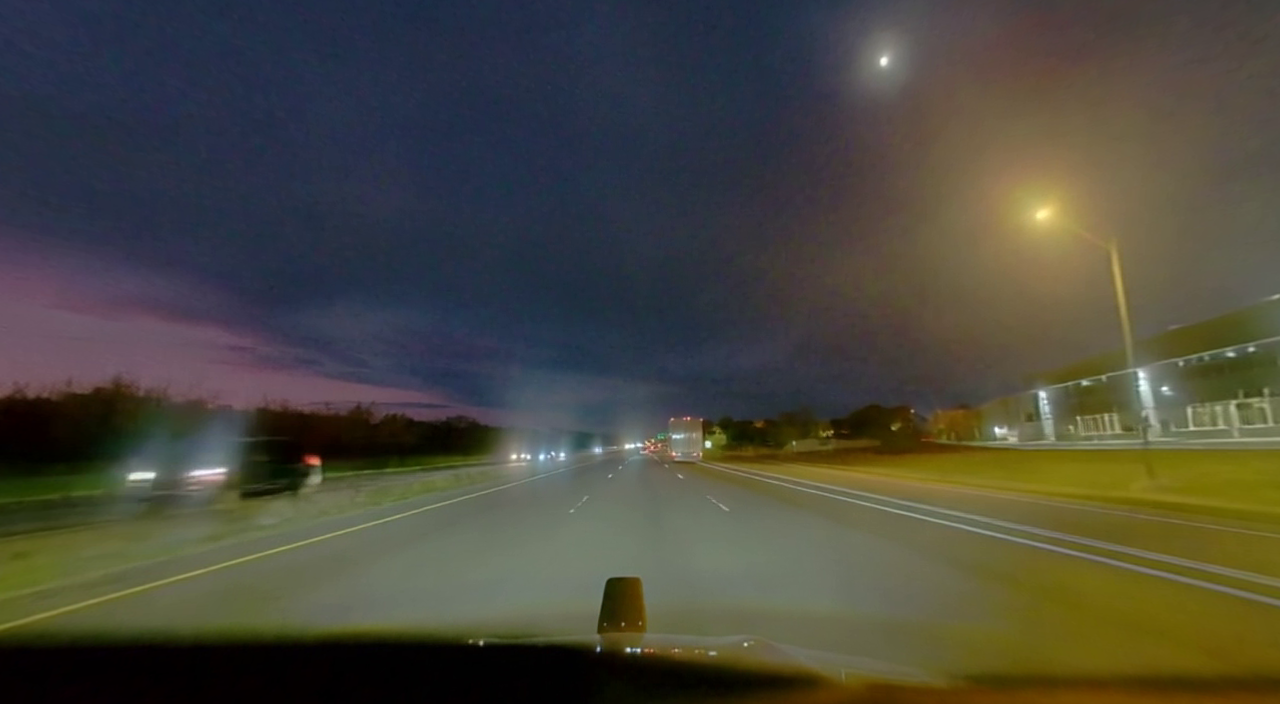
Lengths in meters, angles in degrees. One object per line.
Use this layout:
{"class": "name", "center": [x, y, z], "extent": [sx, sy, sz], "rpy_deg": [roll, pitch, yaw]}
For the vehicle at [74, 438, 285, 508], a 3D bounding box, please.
{"class": "vehicle", "center": [-11.764, 3.104, 16.638], "extent": [1.965, 1.553, 4.715], "rpy_deg": [0, -9, 0]}
